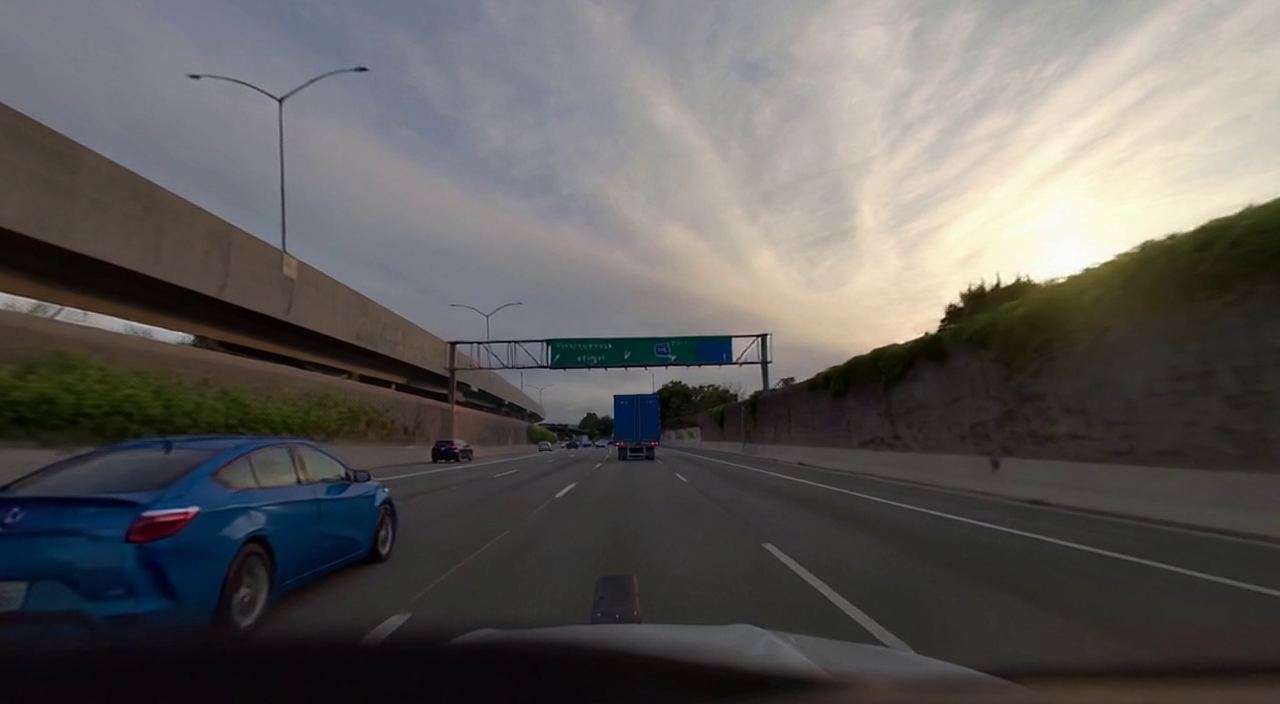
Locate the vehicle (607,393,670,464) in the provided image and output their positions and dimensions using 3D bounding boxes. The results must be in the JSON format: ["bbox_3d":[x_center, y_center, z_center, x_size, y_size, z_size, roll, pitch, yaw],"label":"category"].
[{"bbox_3d":[-0.377,4.873,38.983,3.233,3.678,11.032,0,-9,-4],"label":"vehicle"}]

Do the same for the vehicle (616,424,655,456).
[{"bbox_3d":[-0.320,4.984,35.744,2.052,1.666,4.358,0,-8,-3],"label":"vehicle"}]

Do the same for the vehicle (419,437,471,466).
[{"bbox_3d":[-11.778,6.033,38.479,1.919,1.625,4.183,0,-8,-1],"label":"vehicle"}]
